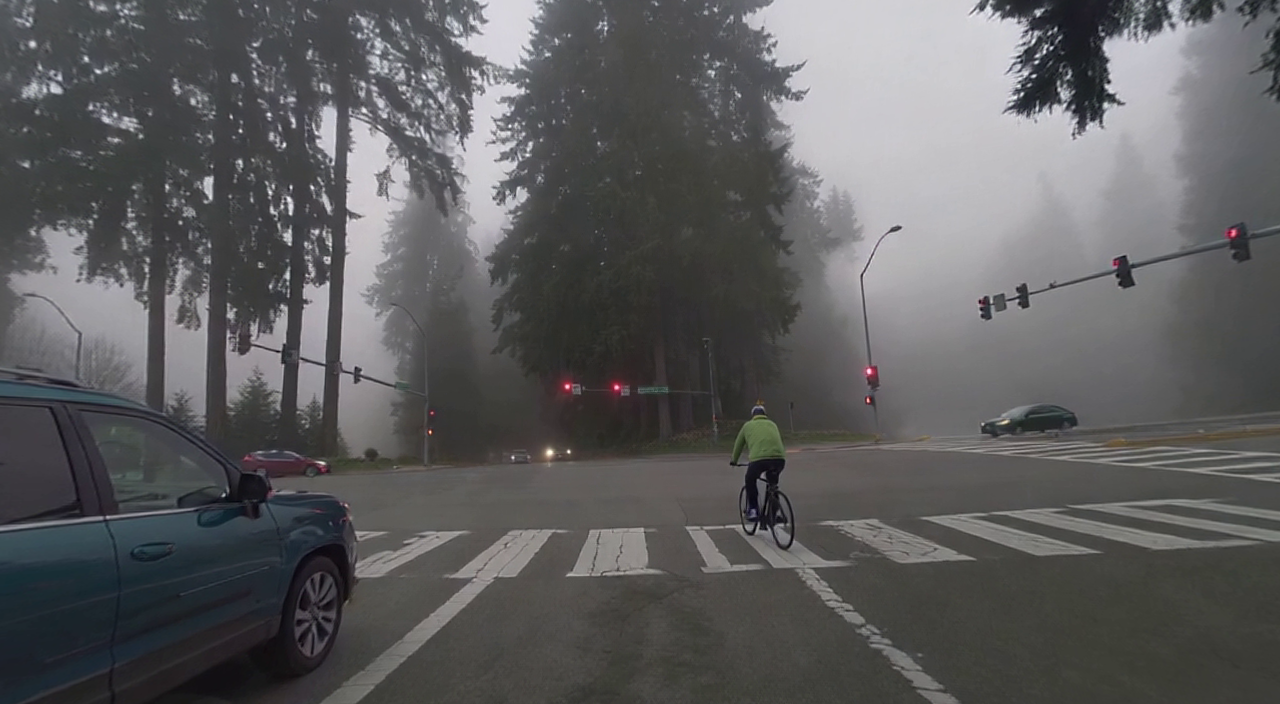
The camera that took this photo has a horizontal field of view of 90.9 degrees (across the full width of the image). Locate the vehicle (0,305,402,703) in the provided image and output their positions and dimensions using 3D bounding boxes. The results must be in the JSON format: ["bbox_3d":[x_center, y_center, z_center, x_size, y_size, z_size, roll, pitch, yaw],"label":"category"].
[{"bbox_3d":[-2.966,0.866,2.757,2.049,1.756,4.602,0,-8,0],"label":"vehicle"}]

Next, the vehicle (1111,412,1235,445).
[{"bbox_3d":[25.743,3.734,30.501,4.716,1.507,1.904,2,-9,-11],"label":"vehicle"}]

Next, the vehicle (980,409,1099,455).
[{"bbox_3d":[18.561,3.751,29.386,4.237,1.948,1.997,0,-9,-9],"label":"vehicle"}]
